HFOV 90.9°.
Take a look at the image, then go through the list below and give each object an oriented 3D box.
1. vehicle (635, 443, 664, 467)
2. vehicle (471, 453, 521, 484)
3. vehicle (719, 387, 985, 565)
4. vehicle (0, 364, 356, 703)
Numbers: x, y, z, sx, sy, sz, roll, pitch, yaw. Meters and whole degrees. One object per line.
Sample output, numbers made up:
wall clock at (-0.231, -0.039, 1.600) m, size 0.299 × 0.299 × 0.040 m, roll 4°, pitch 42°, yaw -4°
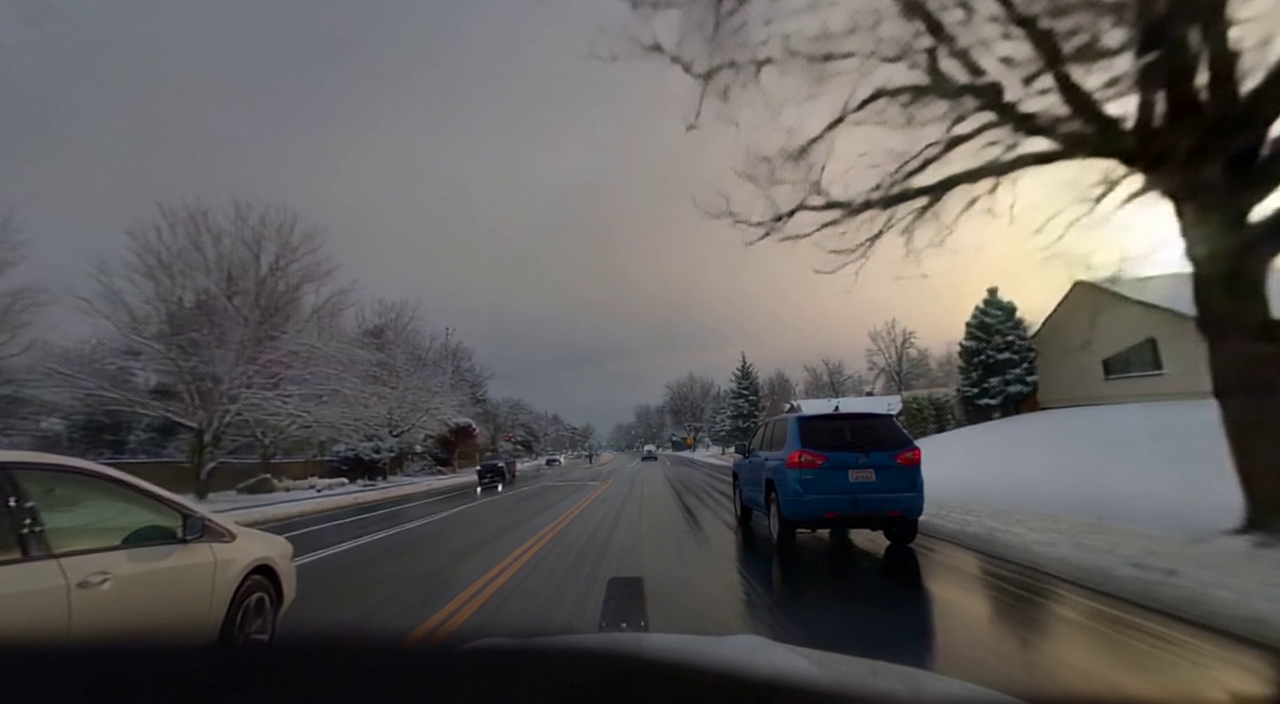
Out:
vehicle at (0.728, 8.130, 49.841) m, size 2.138 × 1.729 × 4.178 m, roll 0°, pitch -9°, yaw 1°
vehicle at (-8.567, 6.948, 37.881) m, size 1.970 × 1.651 × 4.272 m, roll 0°, pitch -9°, yaw 0°
vehicle at (2.834, 1.870, 10.255) m, size 2.338 × 2.063 × 5.592 m, roll 0°, pitch -9°, yaw 0°
vehicle at (-3.194, 0.925, 2.388) m, size 2.058 × 1.659 × 4.514 m, roll -1°, pitch -9°, yaw 1°
